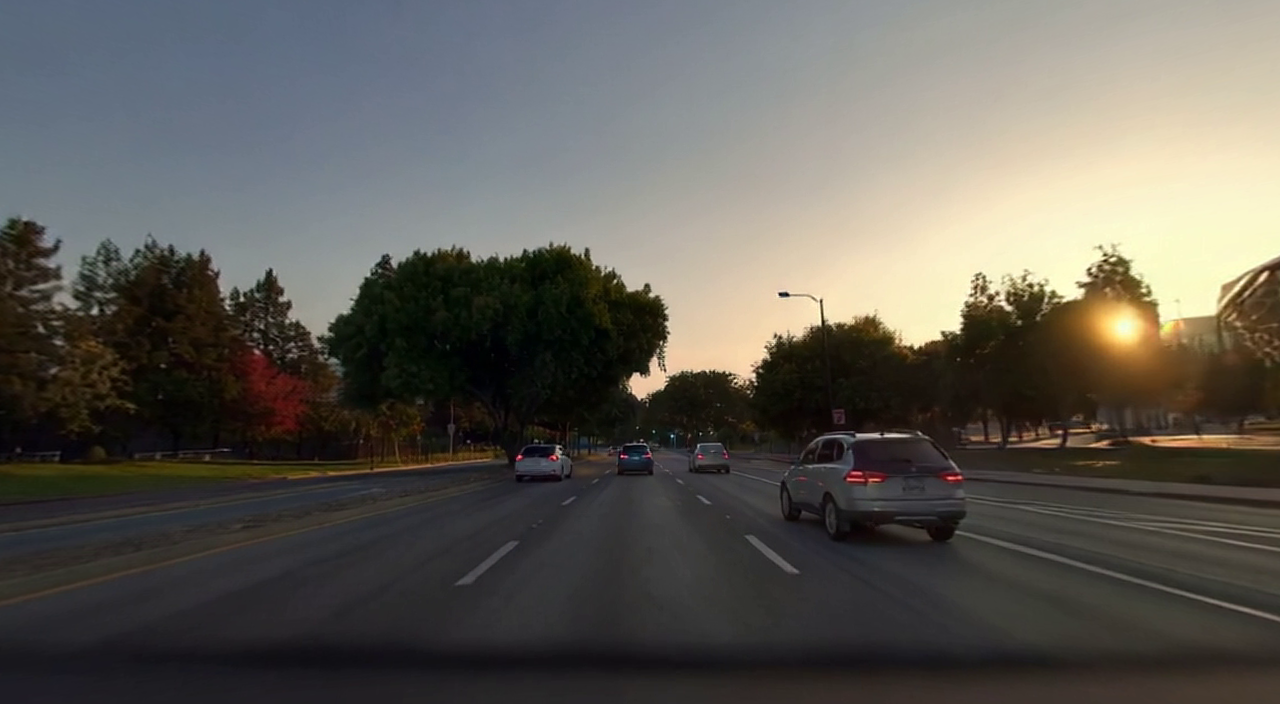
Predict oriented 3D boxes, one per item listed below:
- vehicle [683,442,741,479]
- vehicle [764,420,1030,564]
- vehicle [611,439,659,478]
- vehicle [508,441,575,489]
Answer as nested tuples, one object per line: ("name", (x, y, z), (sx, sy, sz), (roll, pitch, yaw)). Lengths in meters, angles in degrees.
("vehicle", (3.234, 4.964, 29.096), (2.068, 1.541, 4.041), (0, -8, -2))
("vehicle", (3.455, 1.973, 9.749), (2.069, 1.644, 4.714), (0, -8, -1))
("vehicle", (-0.259, 5.075, 30.378), (2.150, 1.725, 4.096), (0, -8, -1))
("vehicle", (-3.561, 4.138, 23.544), (1.823, 1.602, 4.061), (0, -8, 0))
